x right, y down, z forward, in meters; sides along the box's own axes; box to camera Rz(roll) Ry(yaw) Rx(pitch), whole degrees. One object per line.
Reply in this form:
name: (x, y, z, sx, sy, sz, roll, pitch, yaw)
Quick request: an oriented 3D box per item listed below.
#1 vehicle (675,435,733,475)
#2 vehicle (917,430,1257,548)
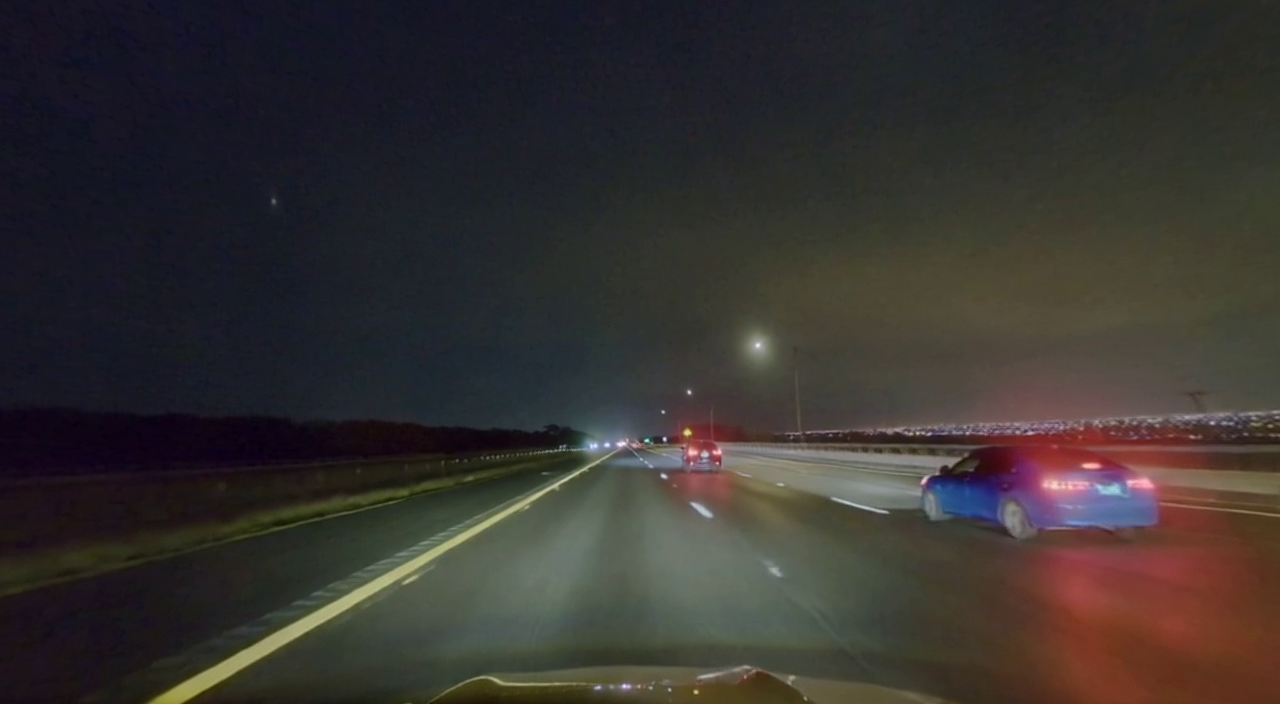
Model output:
vehicle: (2.992, 4.935, 30.586, 2.141, 1.785, 4.778, 0, -8, -2)
vehicle: (6.870, 2.126, 10.664, 2.046, 1.509, 4.929, 0, -8, -1)
